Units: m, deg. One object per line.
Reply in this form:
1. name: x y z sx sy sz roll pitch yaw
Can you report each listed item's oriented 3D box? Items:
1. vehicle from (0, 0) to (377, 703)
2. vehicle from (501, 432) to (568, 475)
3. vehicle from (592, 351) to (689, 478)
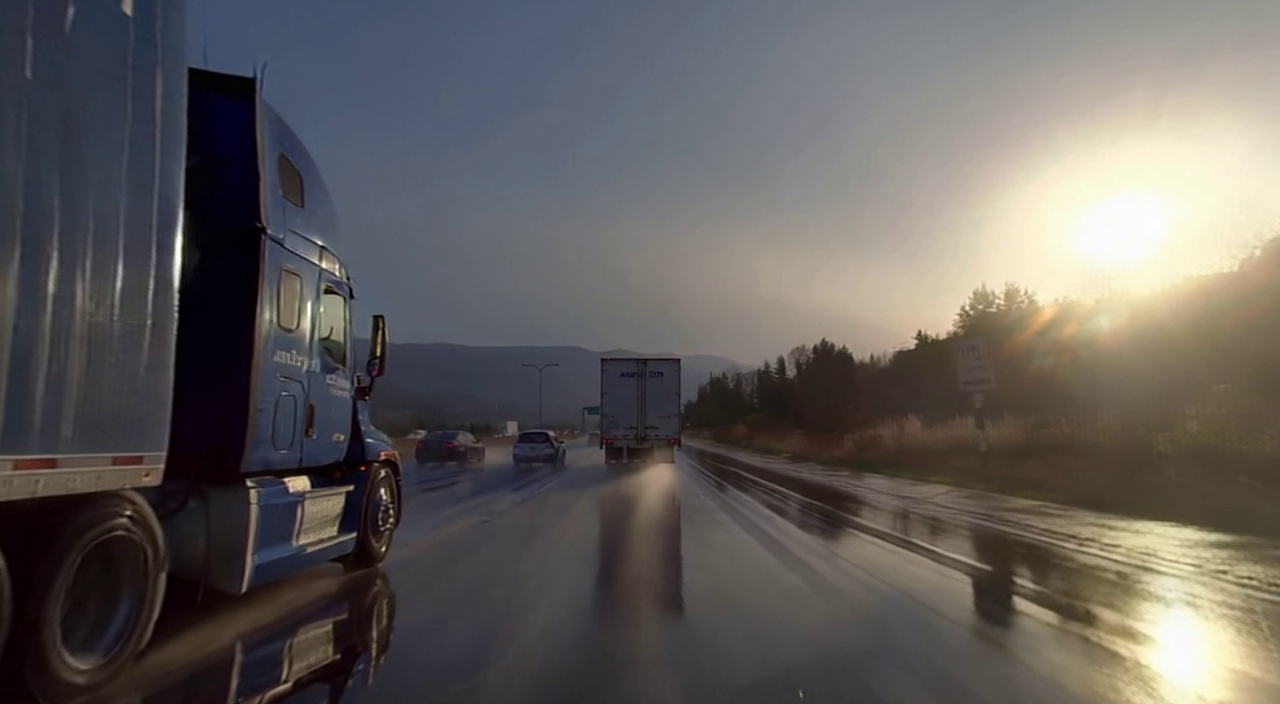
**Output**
1. vehicle: -4.270 -0.159 3.715 3.007 4.031 6.044 0 -7 -3
2. vehicle: -3.974 3.874 24.329 1.933 1.492 3.838 0 -8 0
3. vehicle: -0.169 2.715 25.741 3.118 4.106 10.719 0 -8 -2
